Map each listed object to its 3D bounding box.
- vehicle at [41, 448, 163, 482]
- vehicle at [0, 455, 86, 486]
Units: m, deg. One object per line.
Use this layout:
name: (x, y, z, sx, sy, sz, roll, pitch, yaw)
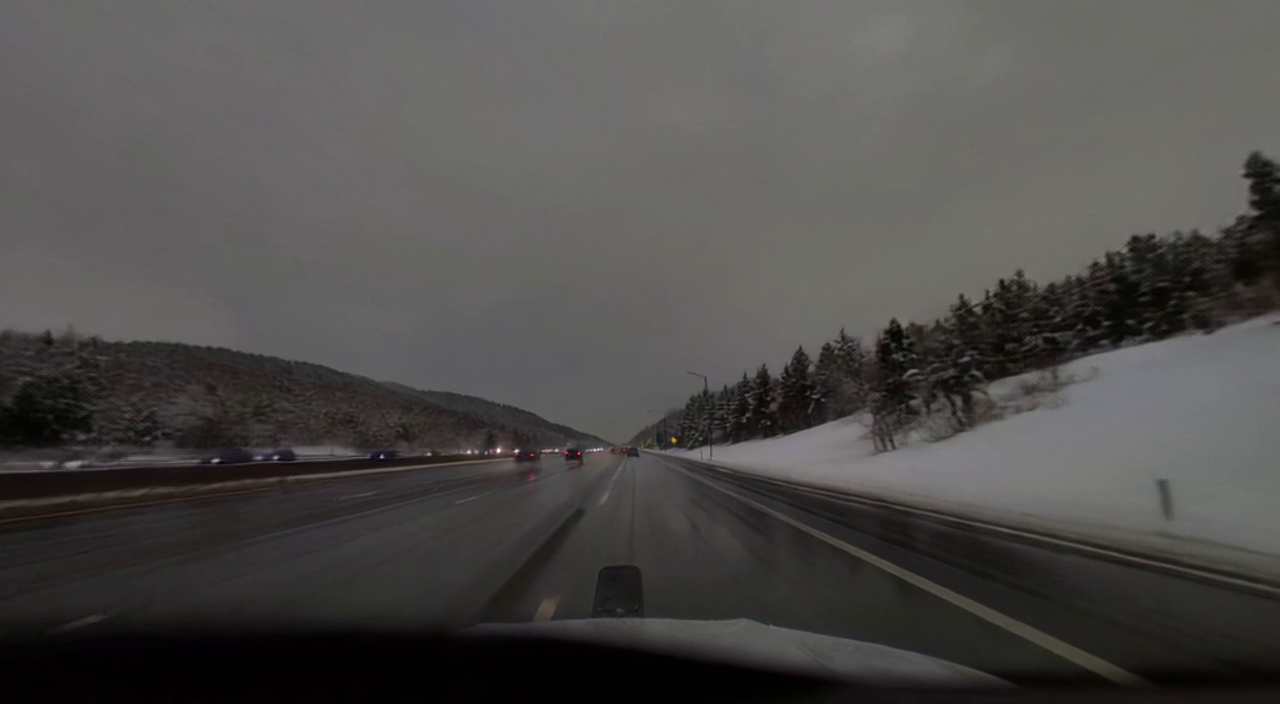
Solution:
vehicle: (-28.429, 5.946, 33.572, 1.972, 1.641, 5.205, 0, -9, -1)
vehicle: (-32.317, 6.277, 33.543, 1.845, 1.473, 4.117, 0, -9, -2)
